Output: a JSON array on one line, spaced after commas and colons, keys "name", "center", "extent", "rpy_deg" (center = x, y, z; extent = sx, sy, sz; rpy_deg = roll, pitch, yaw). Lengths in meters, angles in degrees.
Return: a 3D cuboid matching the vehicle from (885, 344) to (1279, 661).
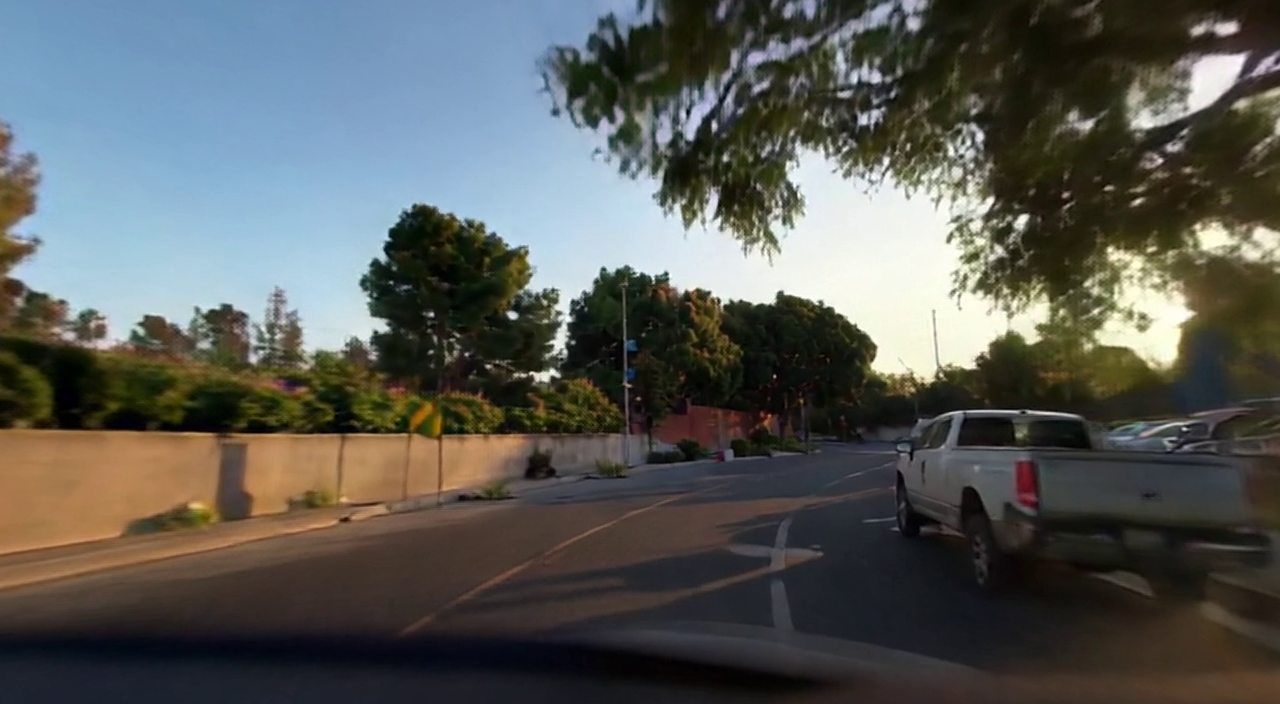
[{"name": "vehicle", "center": [4.509, 1.345, 6.866], "extent": [2.483, 1.978, 5.802], "rpy_deg": [-2, -9, 12]}]
